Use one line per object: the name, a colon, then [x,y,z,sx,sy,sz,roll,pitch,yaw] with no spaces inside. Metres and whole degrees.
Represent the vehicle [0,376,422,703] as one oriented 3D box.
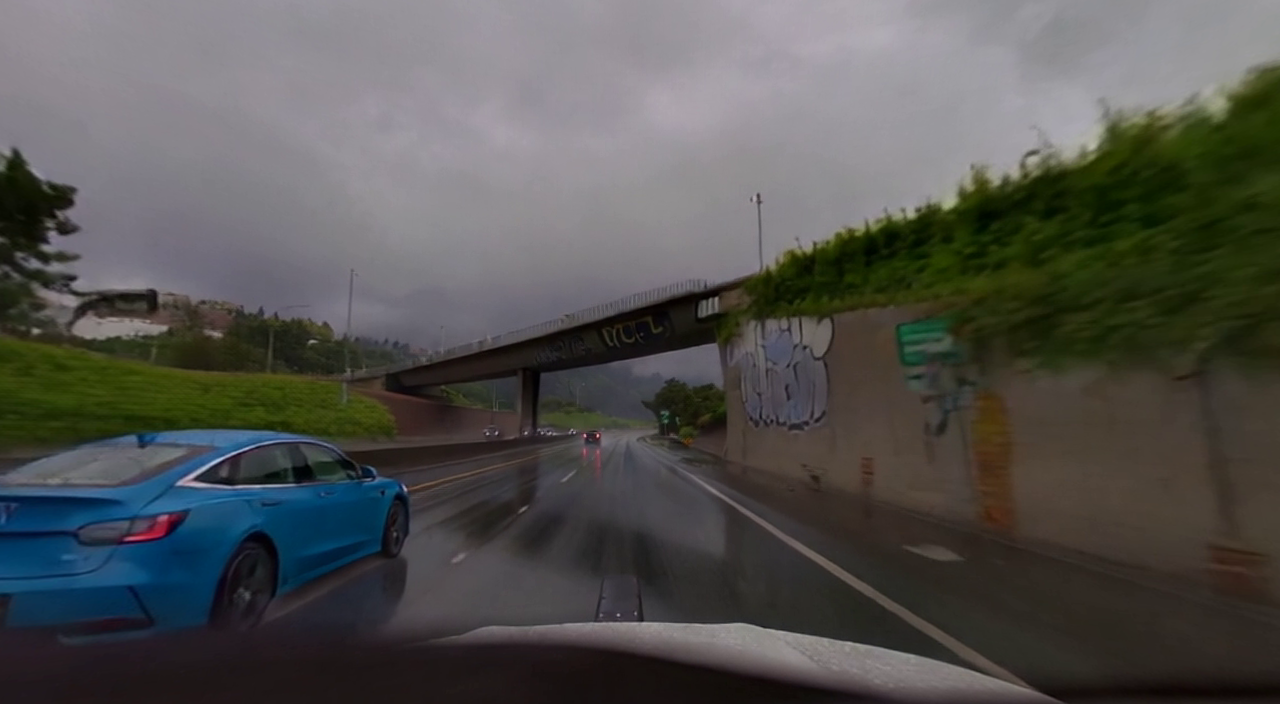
vehicle: [-3.477,1.164,4.670,2.108,1.555,4.574,0,-8,-1]
